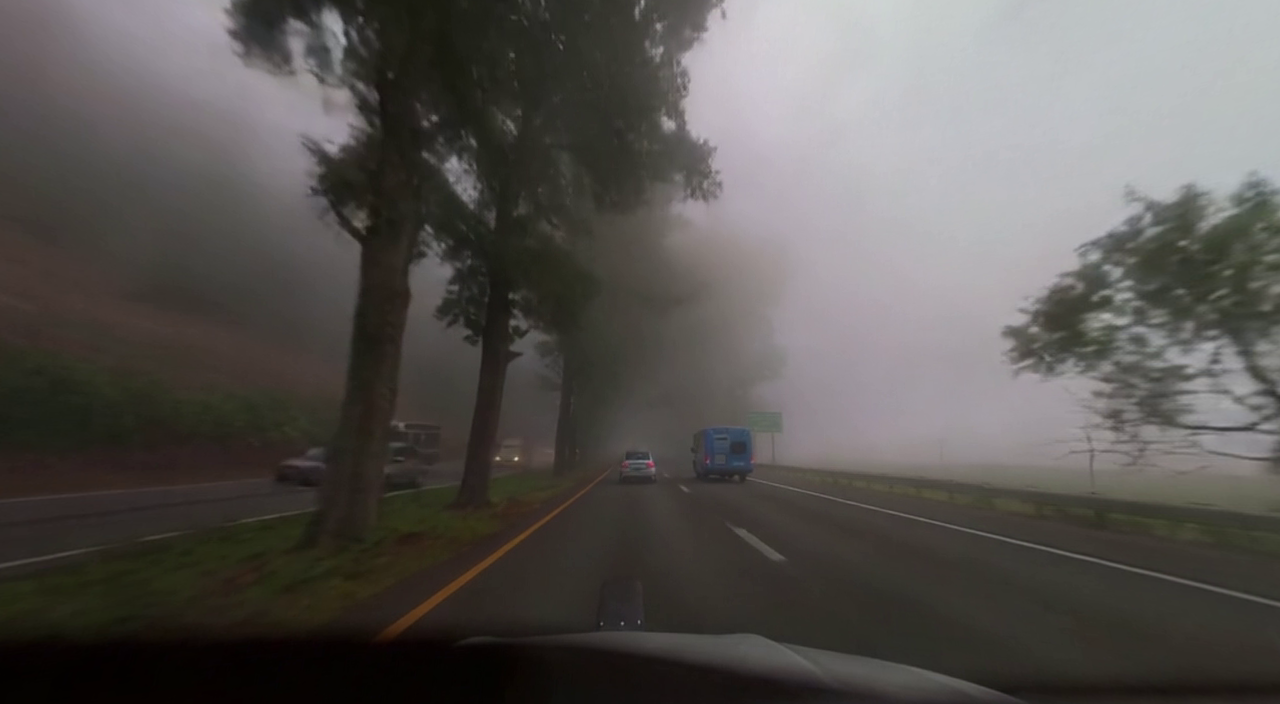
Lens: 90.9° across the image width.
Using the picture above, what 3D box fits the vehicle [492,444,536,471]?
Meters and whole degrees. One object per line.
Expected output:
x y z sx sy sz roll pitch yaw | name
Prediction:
-7.844 6.606 39.629 1.914 1.609 4.184 0 -9 0 | vehicle

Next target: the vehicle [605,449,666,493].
-0.189 4.295 23.063 2.037 1.417 3.885 0 -9 -1 | vehicle

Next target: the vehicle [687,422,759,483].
3.853 4.886 30.650 2.513 2.633 5.930 0 -9 -1 | vehicle

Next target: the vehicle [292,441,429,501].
-7.686 3.312 17.884 1.888 1.466 4.355 0 -9 0 | vehicle
